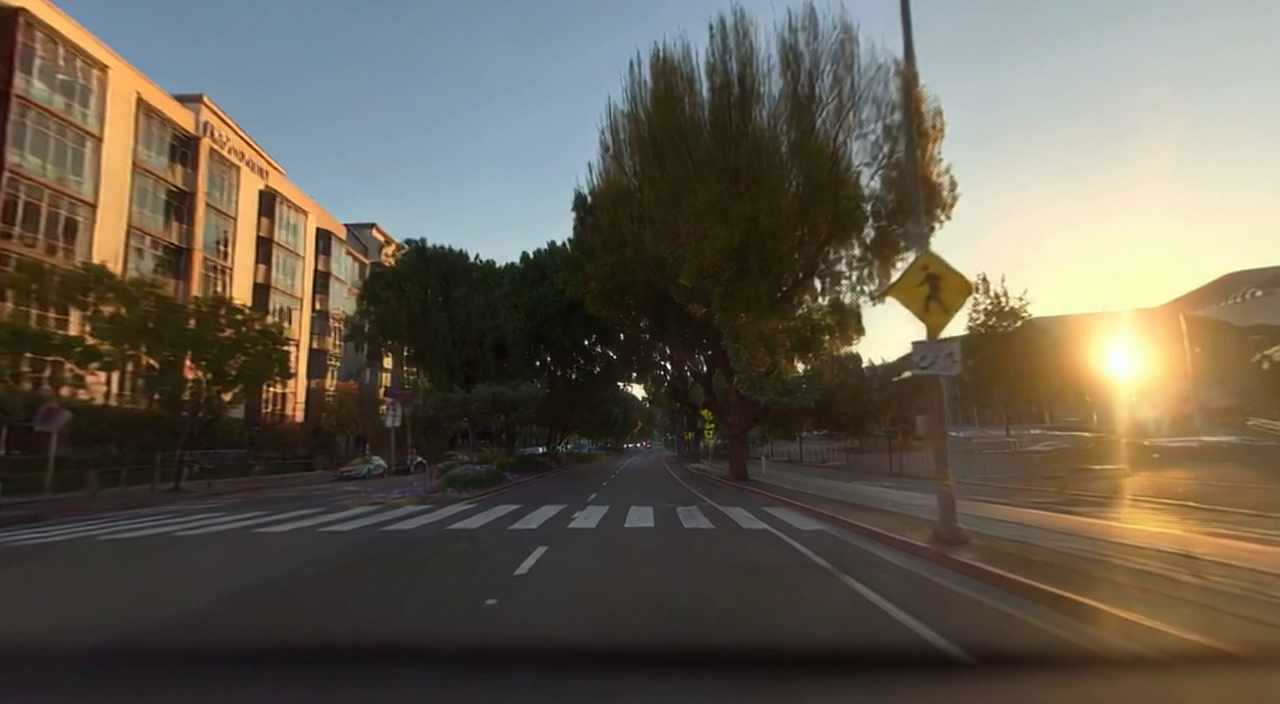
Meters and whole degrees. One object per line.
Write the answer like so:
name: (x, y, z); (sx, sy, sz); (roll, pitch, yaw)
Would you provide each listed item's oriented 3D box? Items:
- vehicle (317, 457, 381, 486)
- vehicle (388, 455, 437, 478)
vehicle: (-16.768, 6.889, 36.554); (1.810, 1.478, 4.233); (-3, -10, -2)
vehicle: (-16.887, 8.485, 46.919); (1.912, 1.523, 4.433); (-3, -10, 1)
